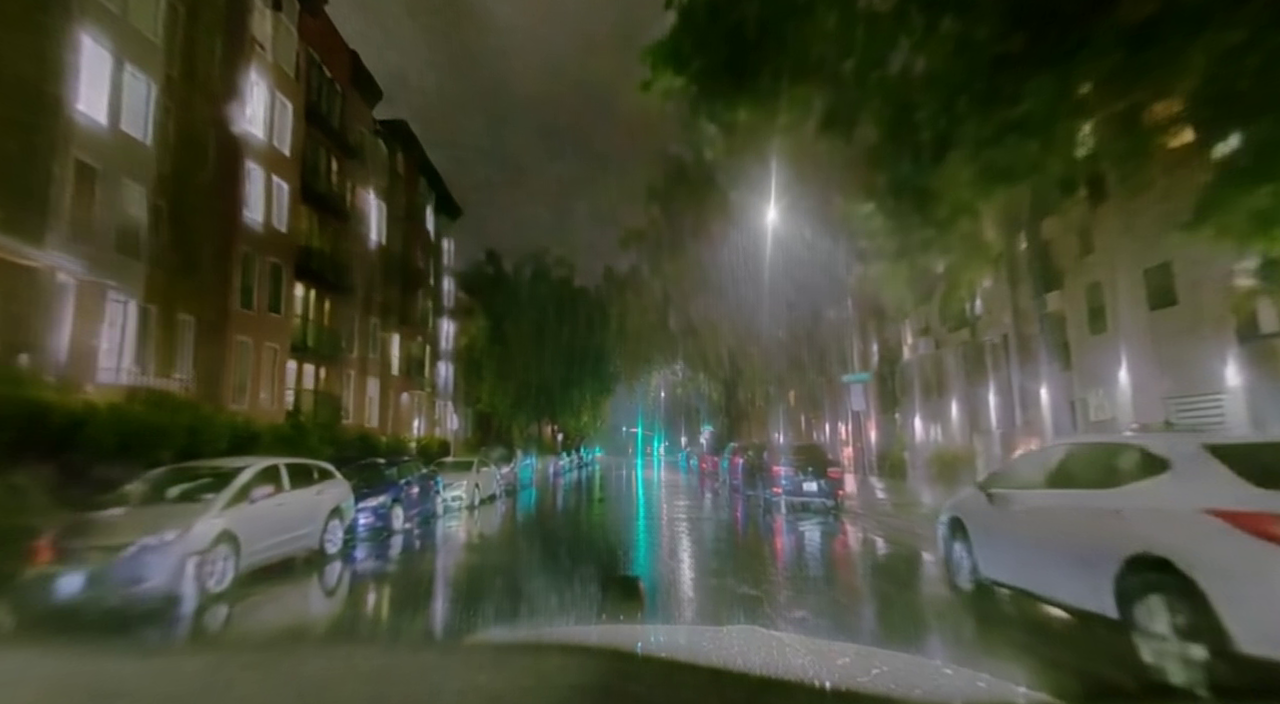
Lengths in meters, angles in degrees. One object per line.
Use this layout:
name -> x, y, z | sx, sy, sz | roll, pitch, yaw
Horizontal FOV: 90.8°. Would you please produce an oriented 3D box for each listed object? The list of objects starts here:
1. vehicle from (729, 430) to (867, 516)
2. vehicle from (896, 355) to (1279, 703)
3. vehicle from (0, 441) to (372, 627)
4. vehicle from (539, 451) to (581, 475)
vehicle -> 3.751, 2.984, 16.073 | 2.082, 1.809, 4.998 | 0, -9, -2
vehicle -> 3.742, 1.141, 4.172 | 2.043, 1.766, 4.846 | 0, -9, 0
vehicle -> -5.375, 1.989, 7.970 | 2.033, 1.532, 4.823 | -3, -9, -2
vehicle -> -5.121, 7.169, 41.001 | 2.080, 1.458, 4.511 | 0, -9, 1
